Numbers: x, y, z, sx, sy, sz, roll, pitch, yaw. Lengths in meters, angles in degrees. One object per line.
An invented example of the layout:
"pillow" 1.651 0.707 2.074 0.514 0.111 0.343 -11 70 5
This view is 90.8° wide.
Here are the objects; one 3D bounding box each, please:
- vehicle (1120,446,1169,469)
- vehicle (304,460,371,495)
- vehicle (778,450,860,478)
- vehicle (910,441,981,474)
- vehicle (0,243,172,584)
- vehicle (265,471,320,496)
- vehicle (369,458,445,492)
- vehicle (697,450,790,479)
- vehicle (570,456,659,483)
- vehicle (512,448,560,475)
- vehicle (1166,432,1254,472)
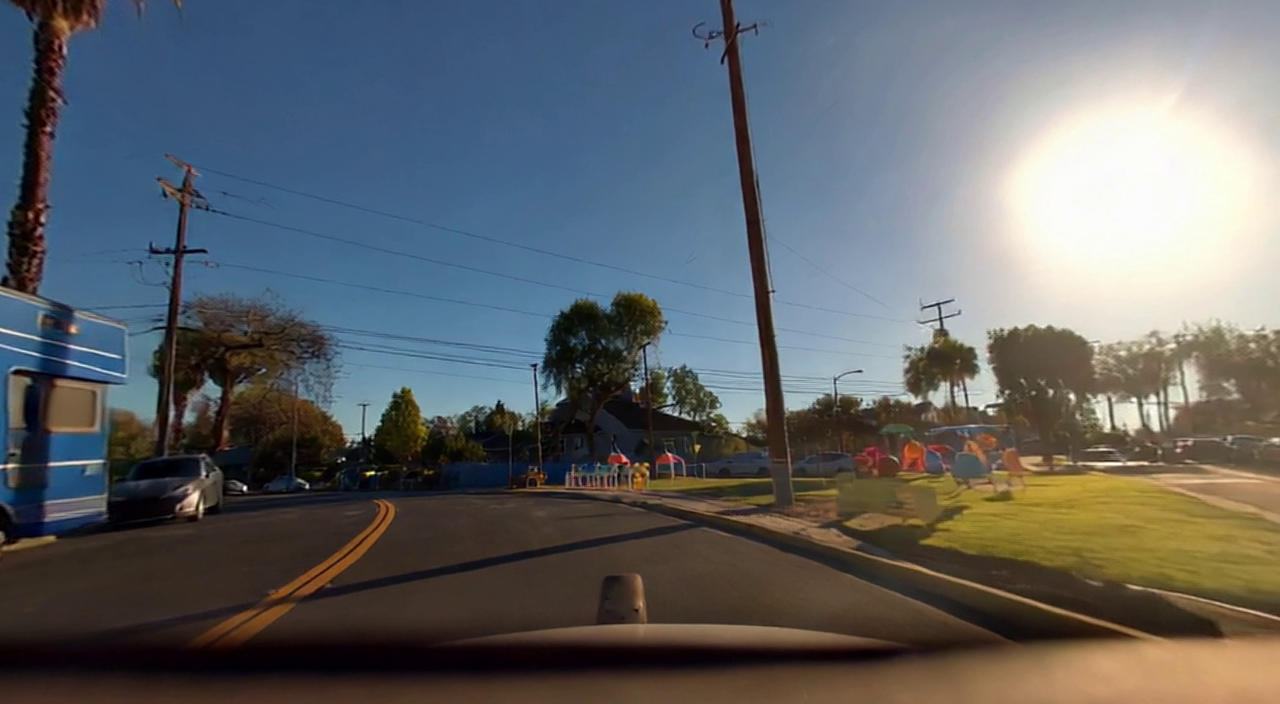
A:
"vehicle" 38.308 7.994 48.063 1.912 1.455 4.268 -4 -6 25
"vehicle" -20.996 8.631 43.756 4.844 1.974 2.092 -5 -7 36
"vehicle" 10.751 6.688 37.943 4.461 1.417 1.781 1 -6 -18
"vehicle" 20.893 7.144 43.148 4.994 1.898 2.267 3 -7 -38
"vehicle" -8.202 0.415 4.128 3.216 3.720 11.364 0 -6 -9
"vehicle" -25.908 9.746 47.058 4.075 1.482 1.789 -5 -7 32
"vehicle" -14.643 7.688 39.695 4.586 1.784 1.890 -4 -6 27
"vehicle" 5.980 6.476 36.601 4.952 1.472 1.837 1 -6 -10
"vehicle" -1.430 6.750 36.425 4.966 1.377 1.739 -1 -6 4
"vehicle" -7.920 8.368 48.535 2.164 1.764 4.492 -2 -6 11
"vehicle" 33.240 5.783 37.031 2.094 1.992 4.941 -4 -6 22
